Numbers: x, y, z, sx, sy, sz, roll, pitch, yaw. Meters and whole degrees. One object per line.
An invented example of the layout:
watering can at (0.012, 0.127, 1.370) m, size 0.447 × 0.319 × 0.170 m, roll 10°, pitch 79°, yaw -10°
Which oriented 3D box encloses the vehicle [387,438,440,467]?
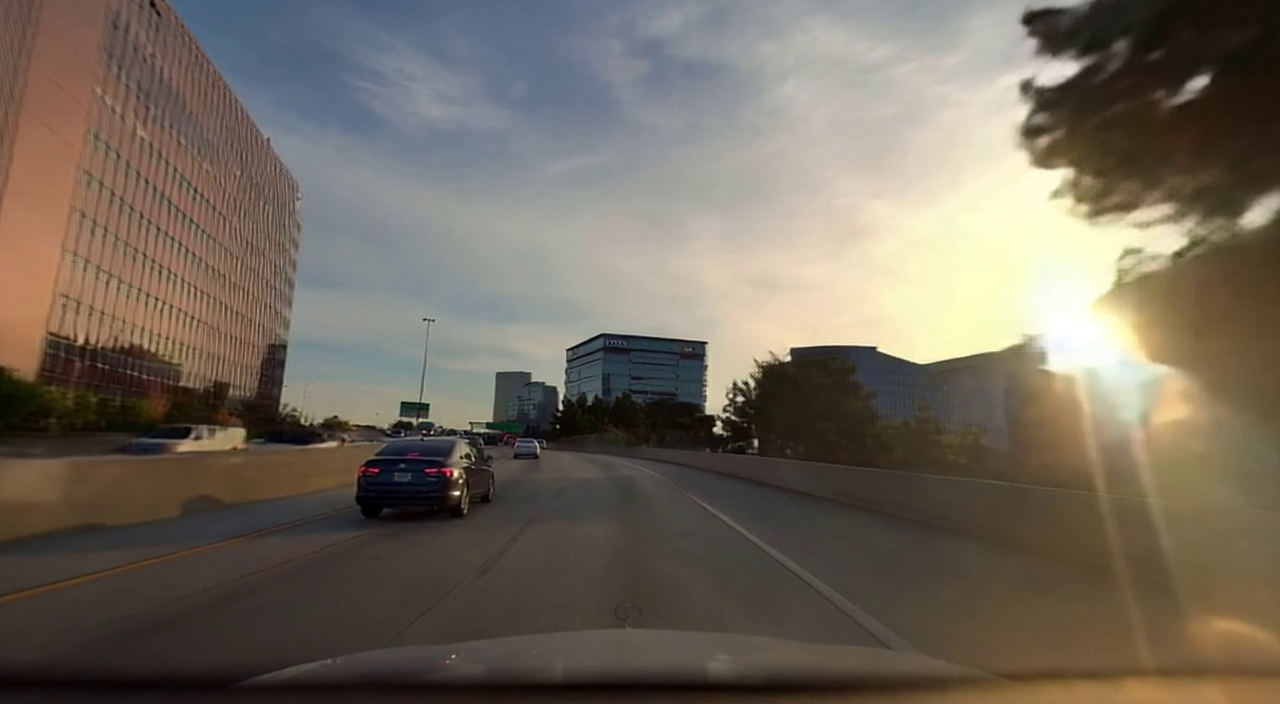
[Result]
vehicle at (-12.927, 5.757, 36.232) m, size 1.897 × 1.538 × 4.033 m, roll 1°, pitch -9°, yaw -6°

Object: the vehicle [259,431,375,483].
vehicle at (-11.701, 3.818, 23.256) m, size 2.028 × 1.675 × 4.870 m, roll 0°, pitch -8°, yaw -5°

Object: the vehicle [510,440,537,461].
vehicle at (-8.690, 7.392, 47.313) m, size 1.885 × 1.469 × 4.211 m, roll 1°, pitch -9°, yaw -9°

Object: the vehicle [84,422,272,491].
vehicle at (-15.006, 3.443, 21.079) m, size 2.236 × 1.947 × 5.807 m, roll 0°, pitch -8°, yaw -5°
